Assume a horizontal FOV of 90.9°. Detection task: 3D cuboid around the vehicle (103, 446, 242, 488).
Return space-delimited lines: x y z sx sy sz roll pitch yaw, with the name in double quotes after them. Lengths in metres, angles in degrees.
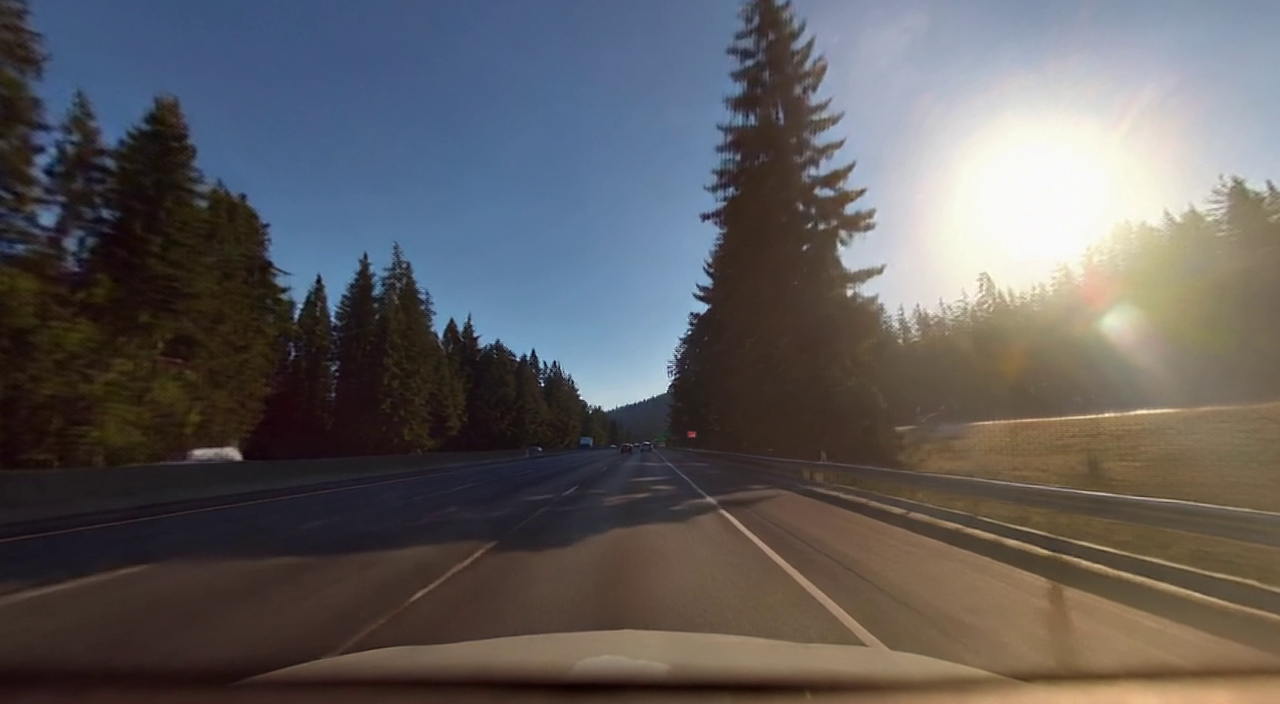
-21.244 5.207 29.078 2.100 1.698 5.541 0 -8 1 "vehicle"
